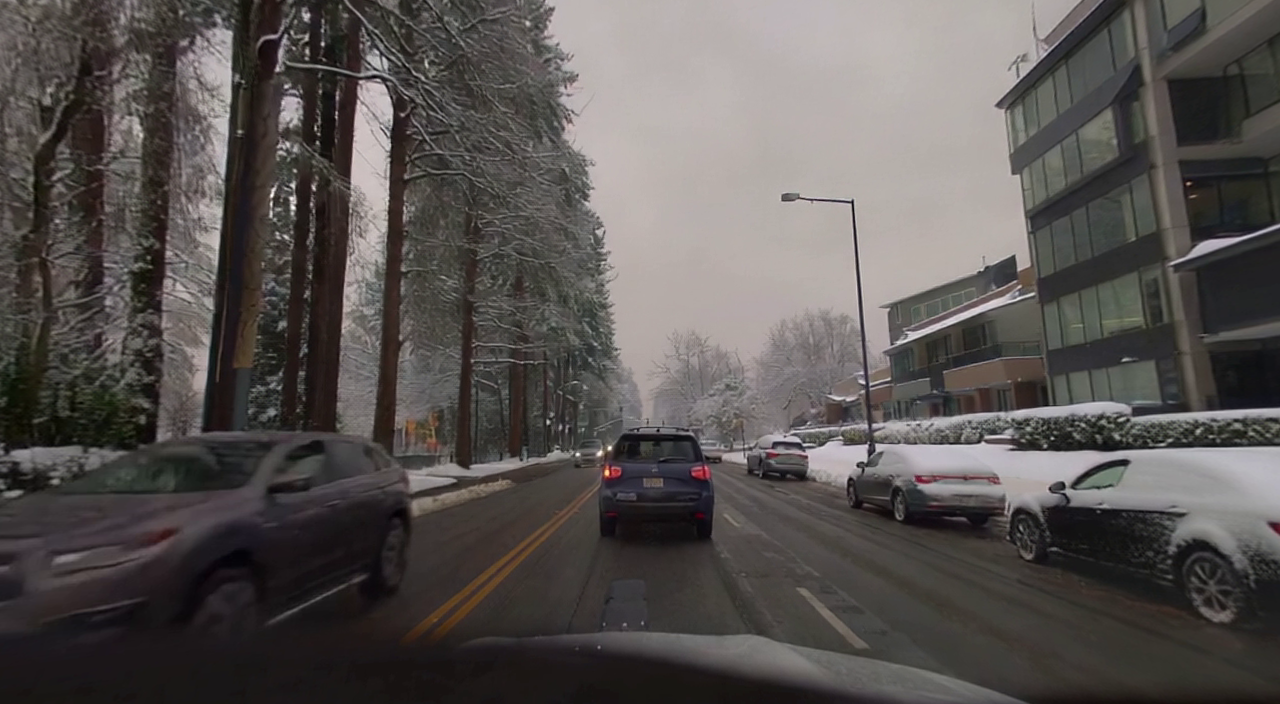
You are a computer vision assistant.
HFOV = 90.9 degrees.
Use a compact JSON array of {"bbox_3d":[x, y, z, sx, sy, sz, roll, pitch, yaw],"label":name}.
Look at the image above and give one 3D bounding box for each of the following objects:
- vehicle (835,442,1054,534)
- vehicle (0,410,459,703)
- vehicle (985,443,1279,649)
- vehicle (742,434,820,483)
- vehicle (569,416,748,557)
[{"bbox_3d":[5.667,2.556,12.613,1.852,1.452,4.852,0,-9,-1],"label":"vehicle"},{"bbox_3d":[-3.194,1.365,5.014,2.090,1.532,4.529,0,-9,1],"label":"vehicle"},{"bbox_3d":[5.540,1.629,6.069,1.809,1.478,4.623,0,-9,0],"label":"vehicle"},{"bbox_3d":[5.649,4.325,25.850,2.059,1.813,4.637,0,-9,-1],"label":"vehicle"},{"bbox_3d":[0.233,1.885,9.467,2.105,1.653,3.887,0,-9,0],"label":"vehicle"}]
